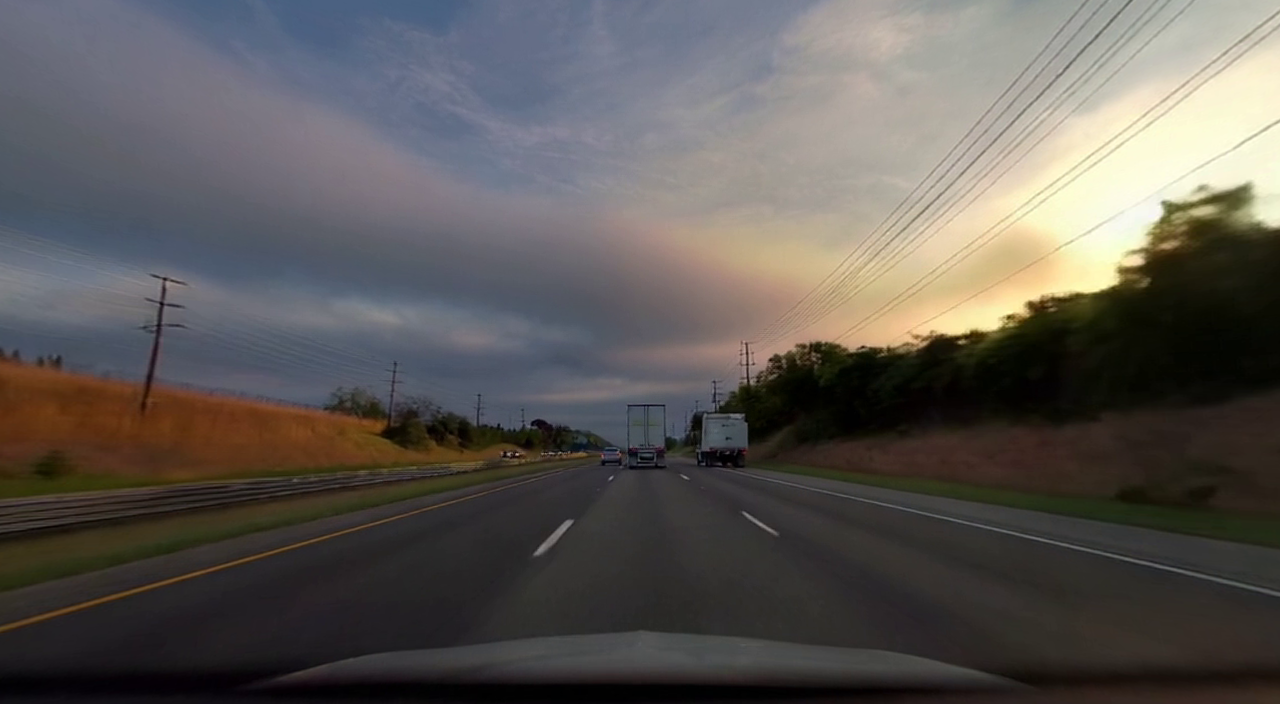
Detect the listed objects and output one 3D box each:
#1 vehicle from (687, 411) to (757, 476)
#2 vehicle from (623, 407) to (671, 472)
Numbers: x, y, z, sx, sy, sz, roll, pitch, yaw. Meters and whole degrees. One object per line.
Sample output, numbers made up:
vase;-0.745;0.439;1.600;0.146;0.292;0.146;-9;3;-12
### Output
vehicle;4.647;5.498;37.557;2.938;3.378;8.820;0;-9;0
vehicle;0.535;6.584;46.543;2.997;4.076;13.224;0;-9;1
